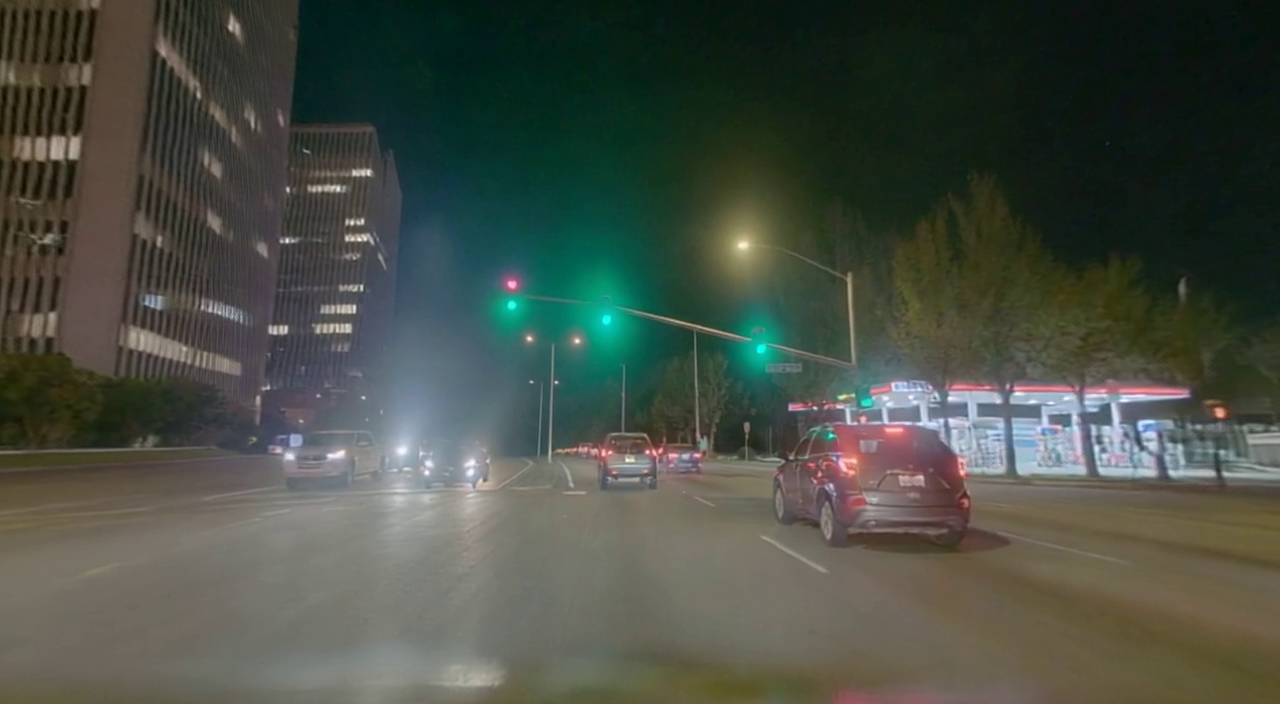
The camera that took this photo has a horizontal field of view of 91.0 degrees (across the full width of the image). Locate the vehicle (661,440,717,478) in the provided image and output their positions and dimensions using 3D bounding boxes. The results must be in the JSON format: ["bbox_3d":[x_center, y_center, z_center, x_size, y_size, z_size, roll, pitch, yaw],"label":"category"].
[{"bbox_3d":[2.159,4.813,28.569,1.800,1.592,3.658,1,-8,-7],"label":"vehicle"}]

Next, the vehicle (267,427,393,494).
[{"bbox_3d":[-9.082,3.195,18.903,1.992,1.755,4.283,1,-8,-6],"label":"vehicle"}]

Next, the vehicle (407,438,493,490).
[{"bbox_3d":[-6.174,3.663,20.972,1.987,1.505,4.337,1,-8,-7],"label":"vehicle"}]

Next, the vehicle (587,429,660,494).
[{"bbox_3d":[-0.612,3.368,19.715,2.051,1.798,4.168,1,-8,-4],"label":"vehicle"}]

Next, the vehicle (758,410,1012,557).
[{"bbox_3d":[3.378,1.900,9.778,2.000,1.745,4.206,1,-8,-4],"label":"vehicle"}]
